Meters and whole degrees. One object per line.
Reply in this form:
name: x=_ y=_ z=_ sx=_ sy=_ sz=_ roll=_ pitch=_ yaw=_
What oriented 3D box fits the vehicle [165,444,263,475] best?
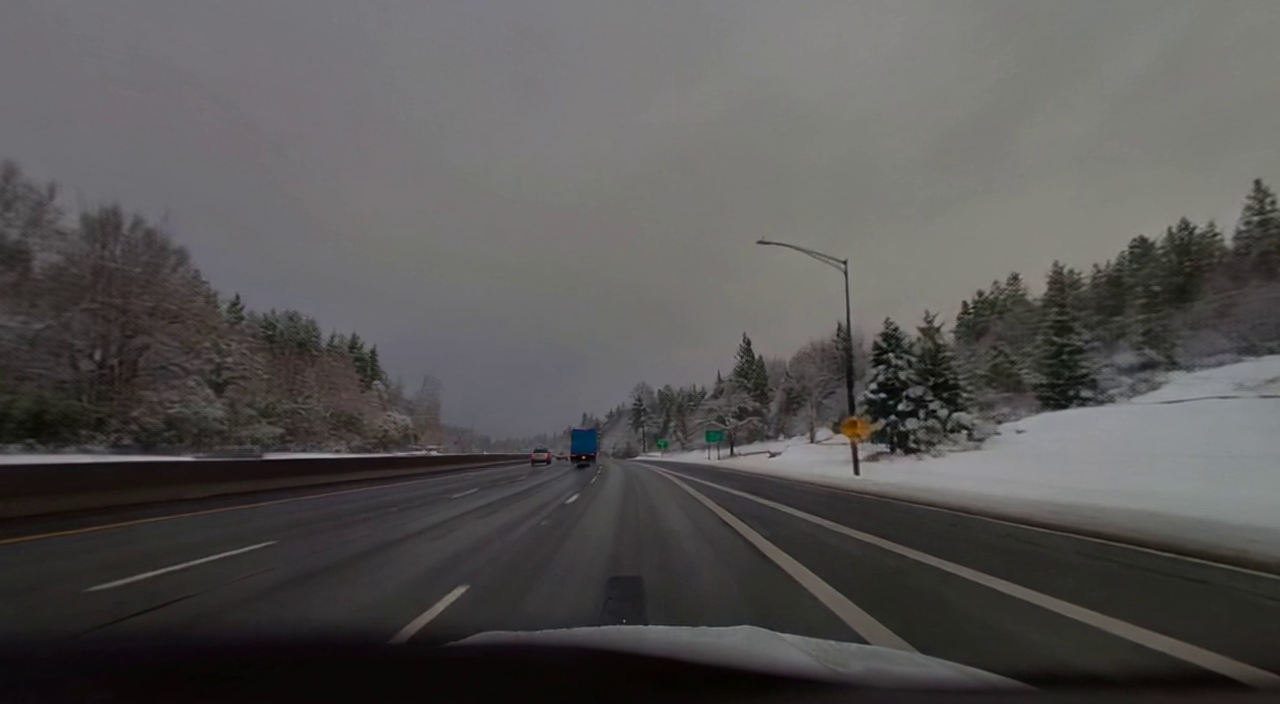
vehicle: x=-22.210 y=5.582 z=33.162 sx=1.994 sy=1.484 sz=4.733 roll=0 pitch=-8 yaw=-2
